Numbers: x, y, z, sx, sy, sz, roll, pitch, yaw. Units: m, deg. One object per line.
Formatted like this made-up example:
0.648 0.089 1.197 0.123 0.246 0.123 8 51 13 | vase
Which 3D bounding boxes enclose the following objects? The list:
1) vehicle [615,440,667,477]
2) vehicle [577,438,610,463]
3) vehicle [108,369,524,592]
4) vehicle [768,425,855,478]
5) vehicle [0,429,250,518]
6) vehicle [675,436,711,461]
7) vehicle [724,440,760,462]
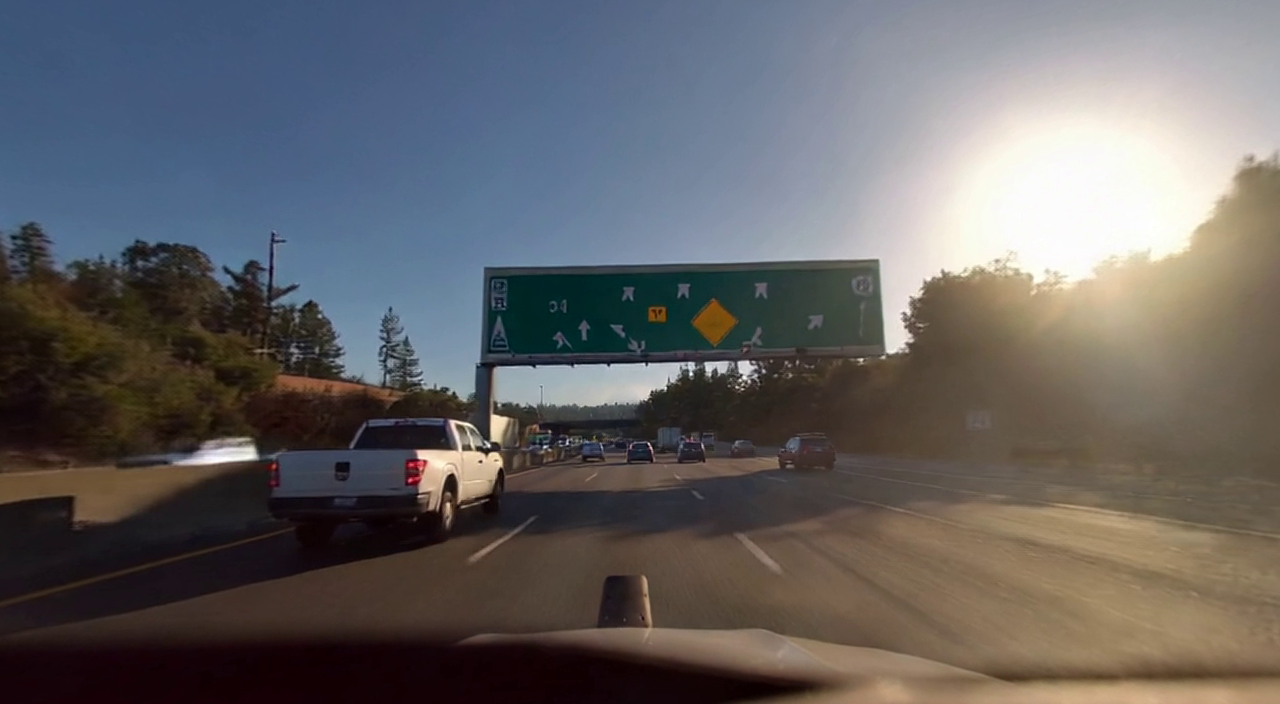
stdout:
0.030 4.575 27.383 2.071 1.464 4.162 0 -9 0 | vehicle
-3.385 7.301 46.762 2.140 1.720 4.410 0 -9 0 | vehicle
-3.435 1.583 8.588 2.487 1.979 5.742 -1 -9 2 | vehicle
6.840 4.063 25.796 2.094 1.916 5.099 0 -9 0 | vehicle
-13.023 2.975 16.126 2.384 1.827 5.905 0 -9 -1 | vehicle
3.944 7.360 48.076 2.272 1.803 5.416 0 -9 0 | vehicle
7.288 7.138 45.479 1.894 1.511 4.148 0 -9 -1 | vehicle
